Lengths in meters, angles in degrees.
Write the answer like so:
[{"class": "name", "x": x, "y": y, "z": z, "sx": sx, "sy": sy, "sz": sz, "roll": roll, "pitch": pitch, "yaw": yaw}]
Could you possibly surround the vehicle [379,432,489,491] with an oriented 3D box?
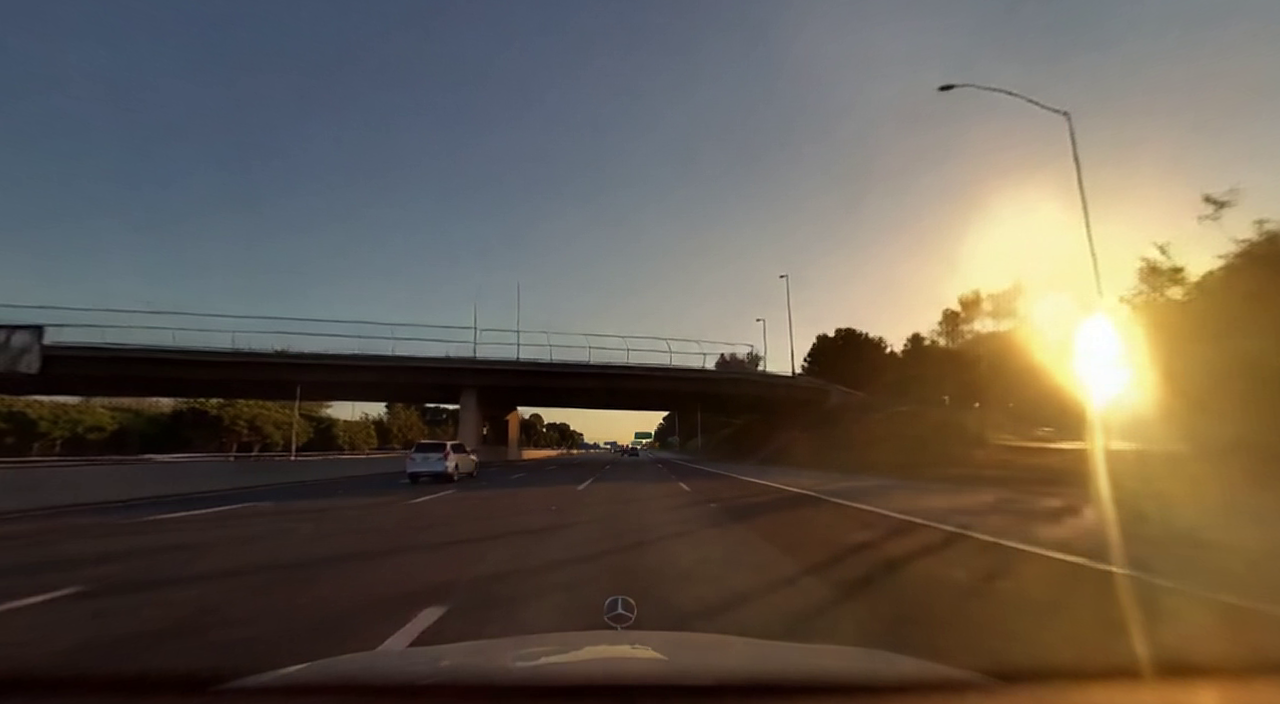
[{"class": "vehicle", "x": -7.052, "y": 3.792, "z": 22.280, "sx": 2.231, "sy": 1.807, "sz": 4.758, "roll": 0, "pitch": -8, "yaw": 0}]
